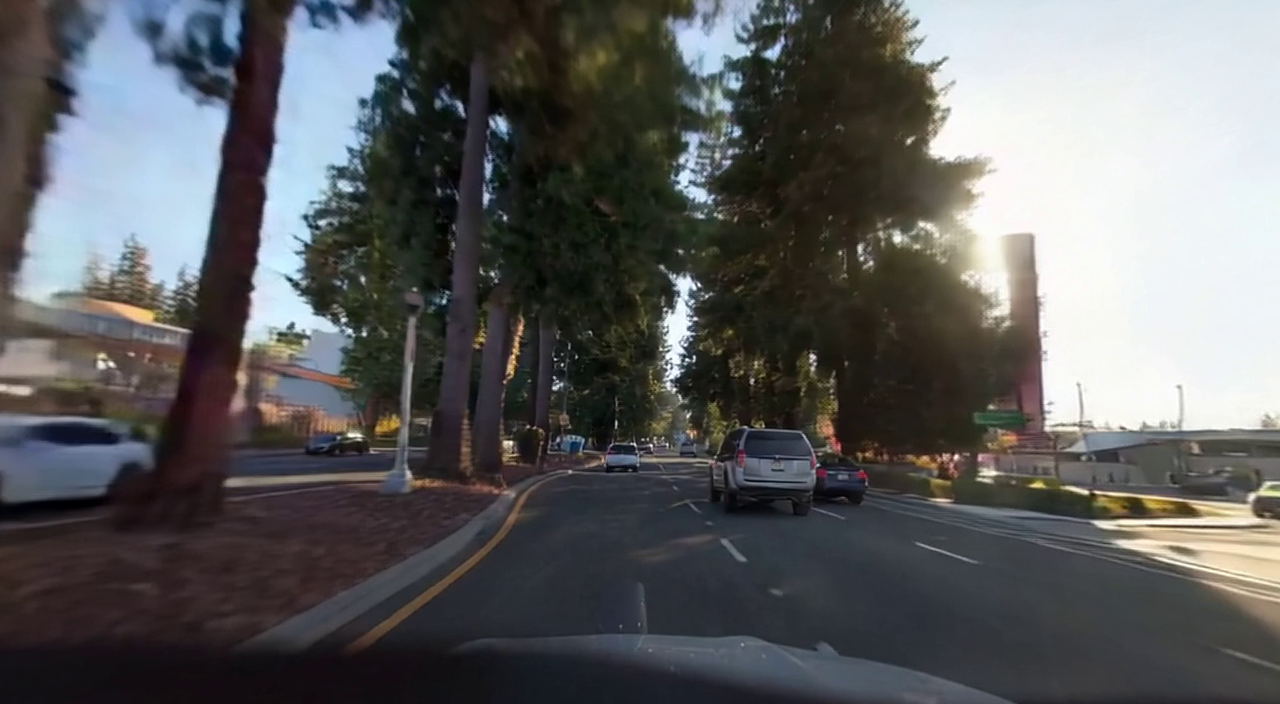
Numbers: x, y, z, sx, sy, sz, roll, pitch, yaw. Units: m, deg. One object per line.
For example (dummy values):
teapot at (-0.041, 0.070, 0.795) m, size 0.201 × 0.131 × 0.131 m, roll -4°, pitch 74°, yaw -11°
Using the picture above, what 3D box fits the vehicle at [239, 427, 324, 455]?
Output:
vehicle at (-19.316, 4.863, 34.288) m, size 1.913 × 1.417 × 4.592 m, roll 0°, pitch -9°, yaw 0°

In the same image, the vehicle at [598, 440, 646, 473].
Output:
vehicle at (-0.789, 4.910, 29.848) m, size 2.119 × 1.460 × 3.847 m, roll 0°, pitch -9°, yaw 0°

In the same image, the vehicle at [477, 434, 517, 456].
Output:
vehicle at (-11.189, 7.307, 49.687) m, size 2.105 × 1.645 × 4.590 m, roll 0°, pitch -9°, yaw 0°

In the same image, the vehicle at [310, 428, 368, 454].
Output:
vehicle at (-19.486, 5.808, 41.115) m, size 1.780 × 1.546 × 4.060 m, roll 0°, pitch -9°, yaw -1°

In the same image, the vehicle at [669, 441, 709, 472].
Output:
vehicle at (2.834, 6.140, 37.421) m, size 1.922 × 1.708 × 4.126 m, roll 0°, pitch -9°, yaw -2°

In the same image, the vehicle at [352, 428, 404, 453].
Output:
vehicle at (-19.473, 6.632, 47.200) m, size 1.958 × 1.756 × 4.530 m, roll 0°, pitch -9°, yaw 0°

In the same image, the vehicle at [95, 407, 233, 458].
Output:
vehicle at (-19.308, 3.360, 25.994) m, size 2.056 × 1.899 × 4.803 m, roll 0°, pitch -9°, yaw -2°

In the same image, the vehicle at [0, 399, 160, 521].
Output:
vehicle at (-8.672, 1.357, 7.952) m, size 1.861 × 1.456 × 4.303 m, roll 0°, pitch -9°, yaw 0°

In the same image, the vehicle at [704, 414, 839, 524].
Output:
vehicle at (2.820, 2.607, 14.527) m, size 2.035 × 1.940 × 4.299 m, roll 5°, pitch -9°, yaw 0°

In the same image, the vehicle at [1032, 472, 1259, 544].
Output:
vehicle at (14.296, 4.422, 18.208) m, size 4.545 × 1.770 × 2.057 m, roll -2°, pitch -9°, yaw 10°
